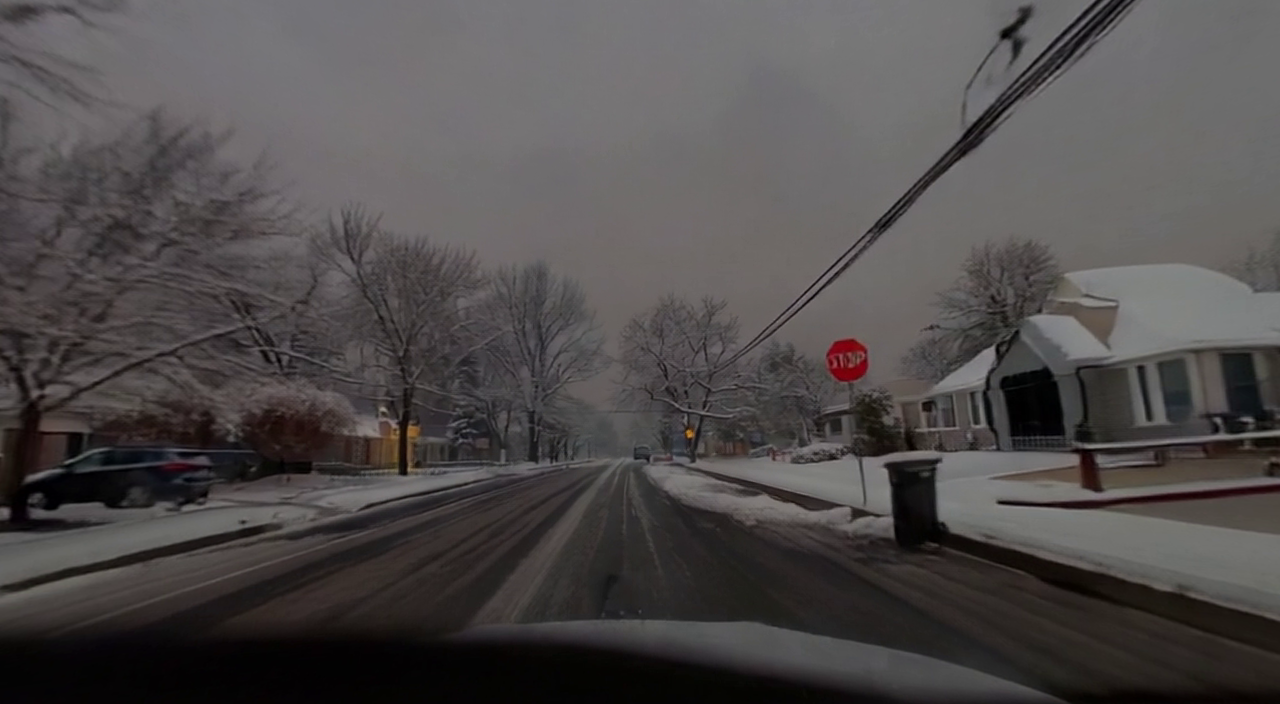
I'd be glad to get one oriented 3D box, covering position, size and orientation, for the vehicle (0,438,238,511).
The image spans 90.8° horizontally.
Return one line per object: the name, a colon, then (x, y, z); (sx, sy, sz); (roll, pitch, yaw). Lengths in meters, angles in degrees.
vehicle: (-14.363, 3.354, 17.599); (4.809, 1.865, 2.093); (0, -9, -2)
